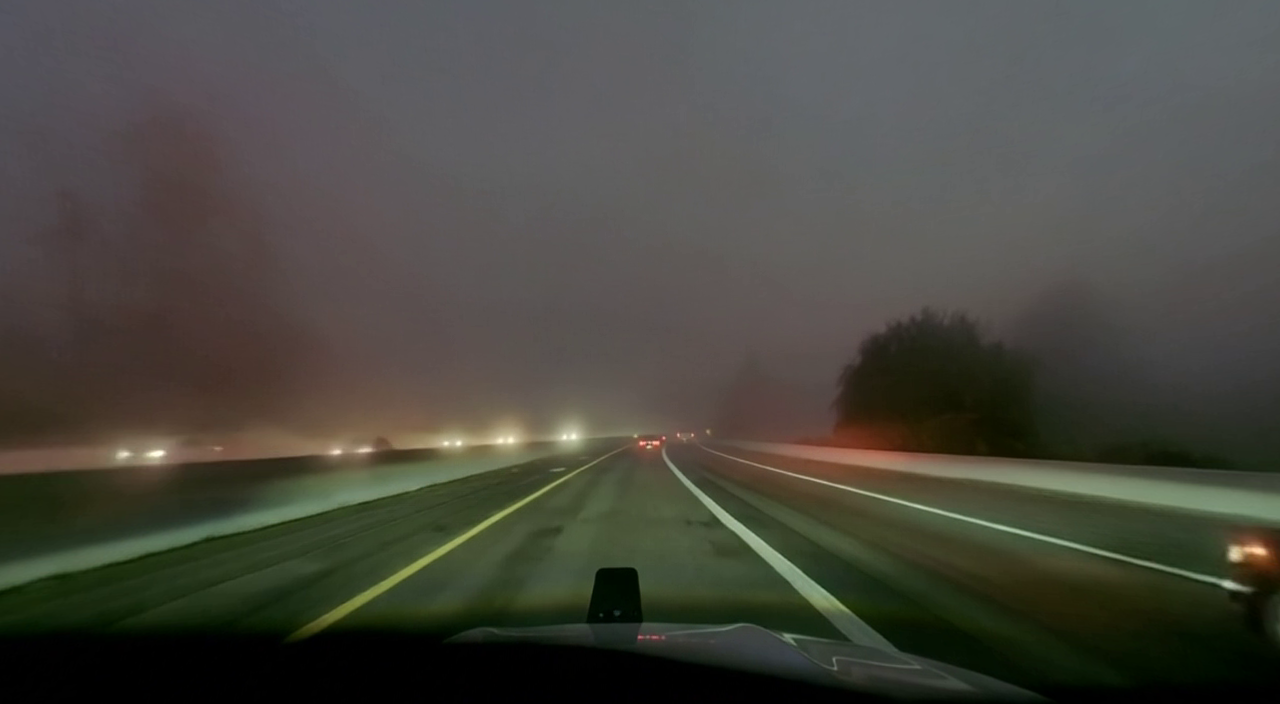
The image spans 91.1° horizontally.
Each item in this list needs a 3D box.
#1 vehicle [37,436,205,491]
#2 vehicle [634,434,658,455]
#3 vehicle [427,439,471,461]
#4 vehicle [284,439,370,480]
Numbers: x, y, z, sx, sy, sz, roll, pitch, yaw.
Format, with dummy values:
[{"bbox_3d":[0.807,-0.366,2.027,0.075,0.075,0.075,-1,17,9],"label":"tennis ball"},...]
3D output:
[{"bbox_3d":[-15.352,3.269,18.906,1.772,1.454,3.816,0,-8,-1],"label":"vehicle"},{"bbox_3d":[0.425,7.191,48.980,1.771,1.480,3.781,0,-8,0],"label":"vehicle"},{"bbox_3d":[-14.880,7.647,49.205,1.963,1.491,4.329,-1,-7,2],"label":"vehicle"},{"bbox_3d":[-12.408,4.248,25.169,1.668,1.407,3.555,-1,-7,-2],"label":"vehicle"}]
